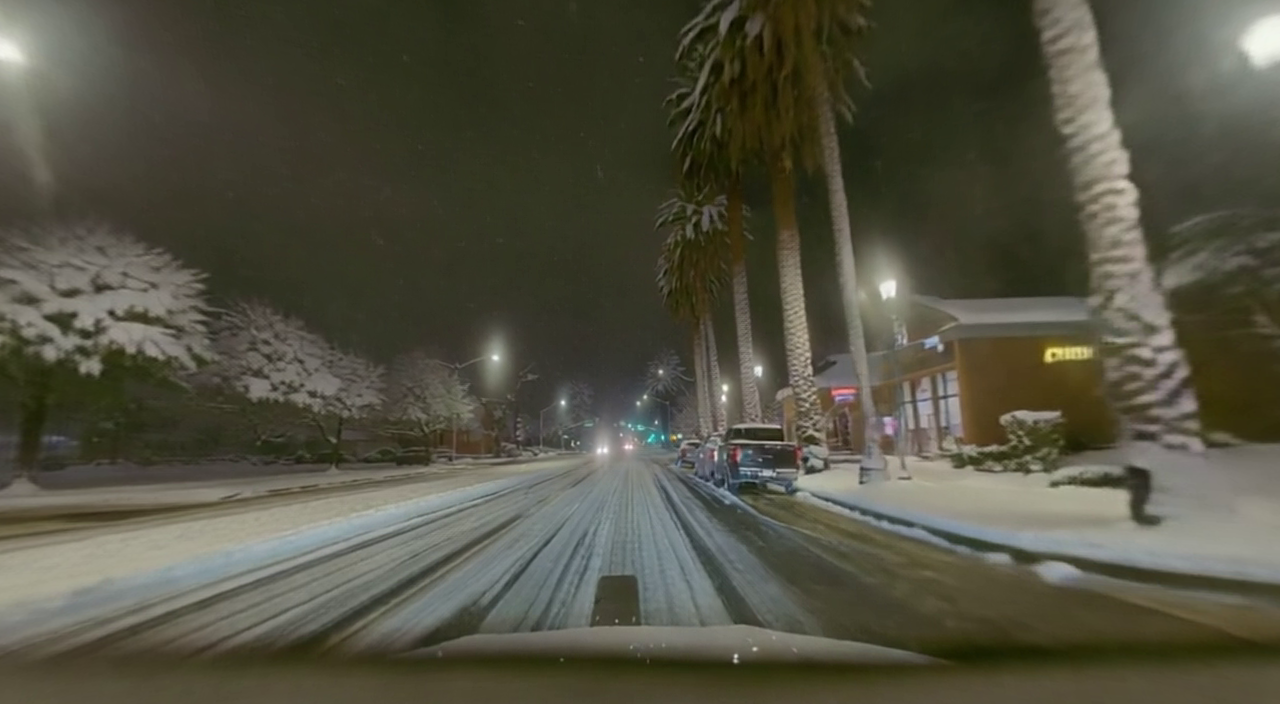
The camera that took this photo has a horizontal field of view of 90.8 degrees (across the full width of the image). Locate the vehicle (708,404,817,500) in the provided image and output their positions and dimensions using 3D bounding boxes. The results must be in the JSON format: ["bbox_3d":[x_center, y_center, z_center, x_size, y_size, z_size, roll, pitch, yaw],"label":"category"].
[{"bbox_3d":[3.574,3.084,19.722,2.221,2.552,5.594,0,-9,0],"label":"vehicle"}]
